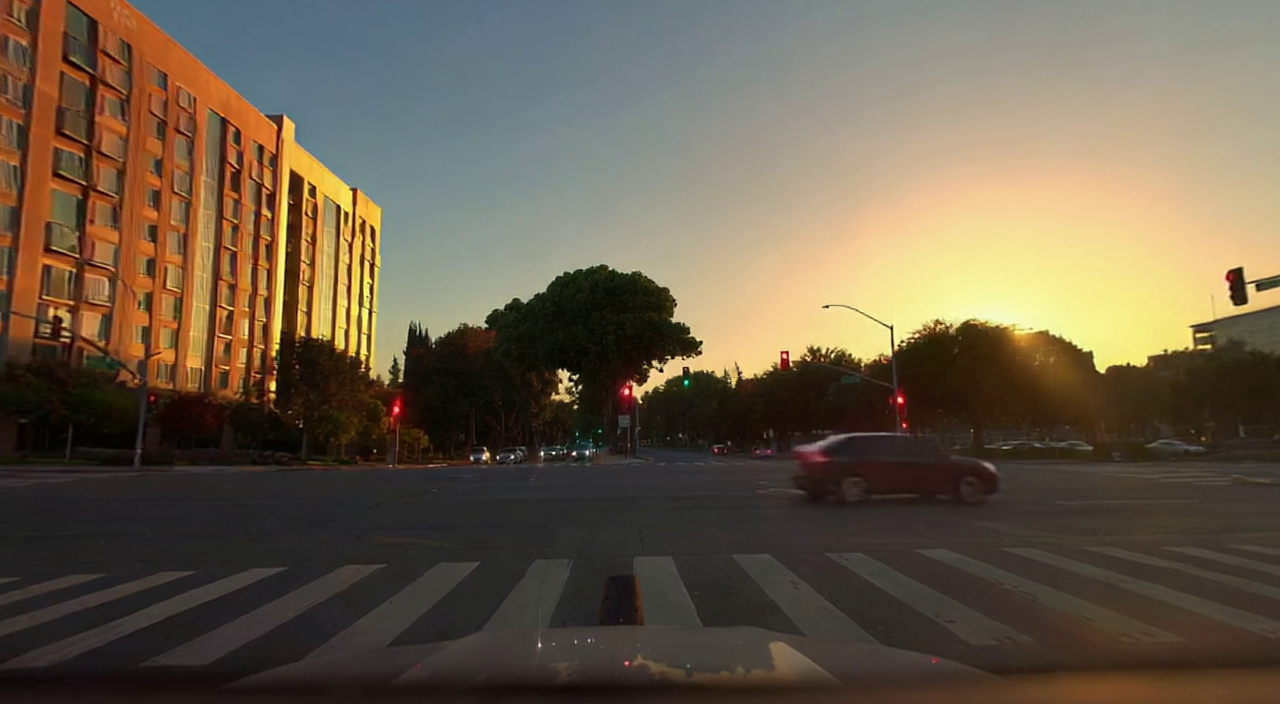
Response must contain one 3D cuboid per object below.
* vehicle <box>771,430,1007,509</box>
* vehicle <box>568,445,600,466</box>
[{"bbox_3d":[5.877,2.783,15.292,4.853,1.719,1.986,1,-8,-6],"label":"vehicle"},{"bbox_3d":[-4.363,8.126,49.743,2.130,1.613,4.121,0,-8,0],"label":"vehicle"}]
